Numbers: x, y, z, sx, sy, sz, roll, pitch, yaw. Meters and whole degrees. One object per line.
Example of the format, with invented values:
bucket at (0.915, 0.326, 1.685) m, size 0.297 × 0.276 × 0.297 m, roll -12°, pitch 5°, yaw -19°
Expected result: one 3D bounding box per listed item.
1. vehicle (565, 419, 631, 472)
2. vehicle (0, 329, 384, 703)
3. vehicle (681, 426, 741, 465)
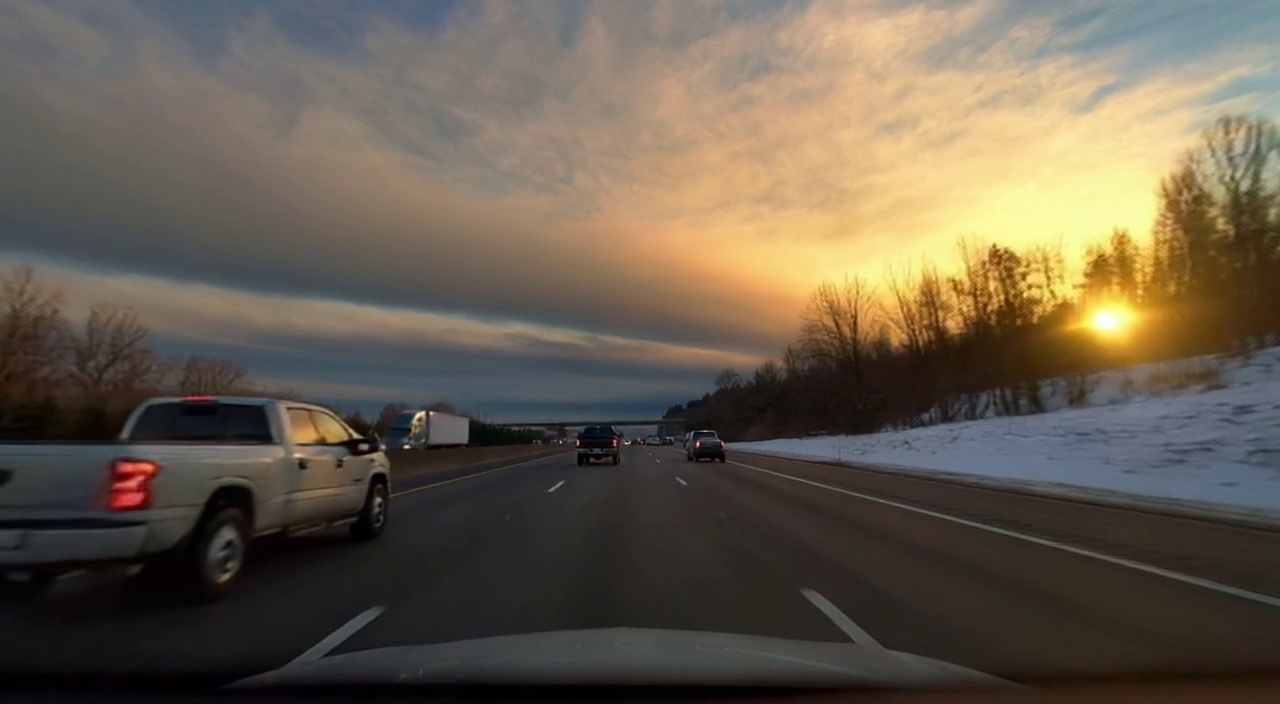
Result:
vehicle at (-1.443, 3.465, 23.548) m, size 2.185 × 1.772 × 4.656 m, roll 0°, pitch -8°, yaw 0°
vehicle at (-3.870, 1.007, 4.790) m, size 1.997 × 1.663 × 4.451 m, roll 0°, pitch -8°, yaw -1°
vehicle at (3.220, 4.341, 29.400) m, size 2.124 × 1.696 × 4.173 m, roll 0°, pitch -8°, yaw -2°
